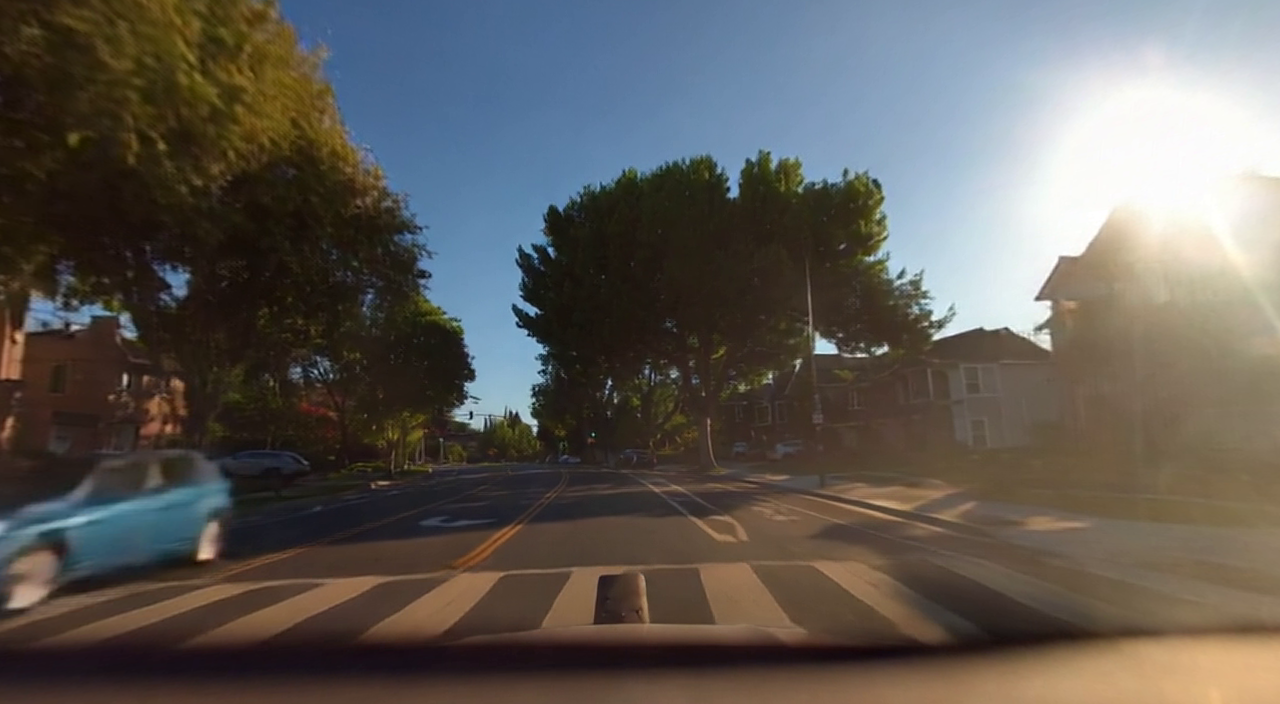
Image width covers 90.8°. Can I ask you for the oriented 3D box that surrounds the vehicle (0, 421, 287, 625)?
[{"bbox_3d":[-6.862,1.867,7.867,2.247,1.801,4.672,0,-9,-1],"label":"vehicle"}]

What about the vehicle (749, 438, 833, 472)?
[{"bbox_3d":[9.694,6.646,40.740,4.697,1.861,2.126,1,-12,-16],"label":"vehicle"}]
